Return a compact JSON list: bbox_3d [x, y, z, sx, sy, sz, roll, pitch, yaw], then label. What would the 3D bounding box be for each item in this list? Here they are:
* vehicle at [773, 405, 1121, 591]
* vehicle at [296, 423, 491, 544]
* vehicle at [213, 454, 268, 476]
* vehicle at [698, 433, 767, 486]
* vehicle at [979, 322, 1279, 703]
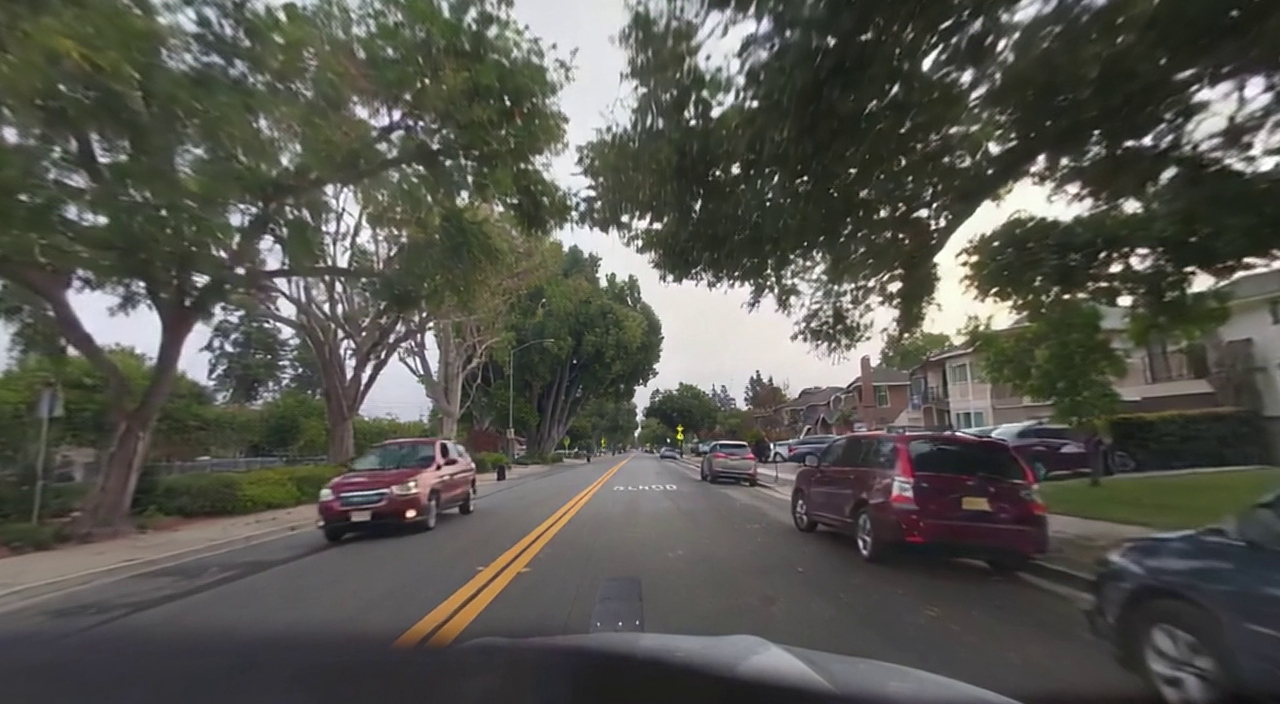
[{"bbox_3d":[3.478,1.755,8.495,2.125,1.772,4.629,0,-9,-3],"label":"vehicle"},{"bbox_3d":[-4.514,2.447,12.412,2.074,1.836,4.365,-3,-9,0],"label":"vehicle"},{"bbox_3d":[-29.102,8.189,45.969,4.558,1.495,1.925,-7,-11,38],"label":"vehicle"},{"bbox_3d":[3.462,4.108,24.420,1.949,1.807,4.224,2,-9,-1],"label":"vehicle"},{"bbox_3d":[3.383,0.701,1.750,2.137,1.761,4.697,0,-9,-2],"label":"vehicle"}]
